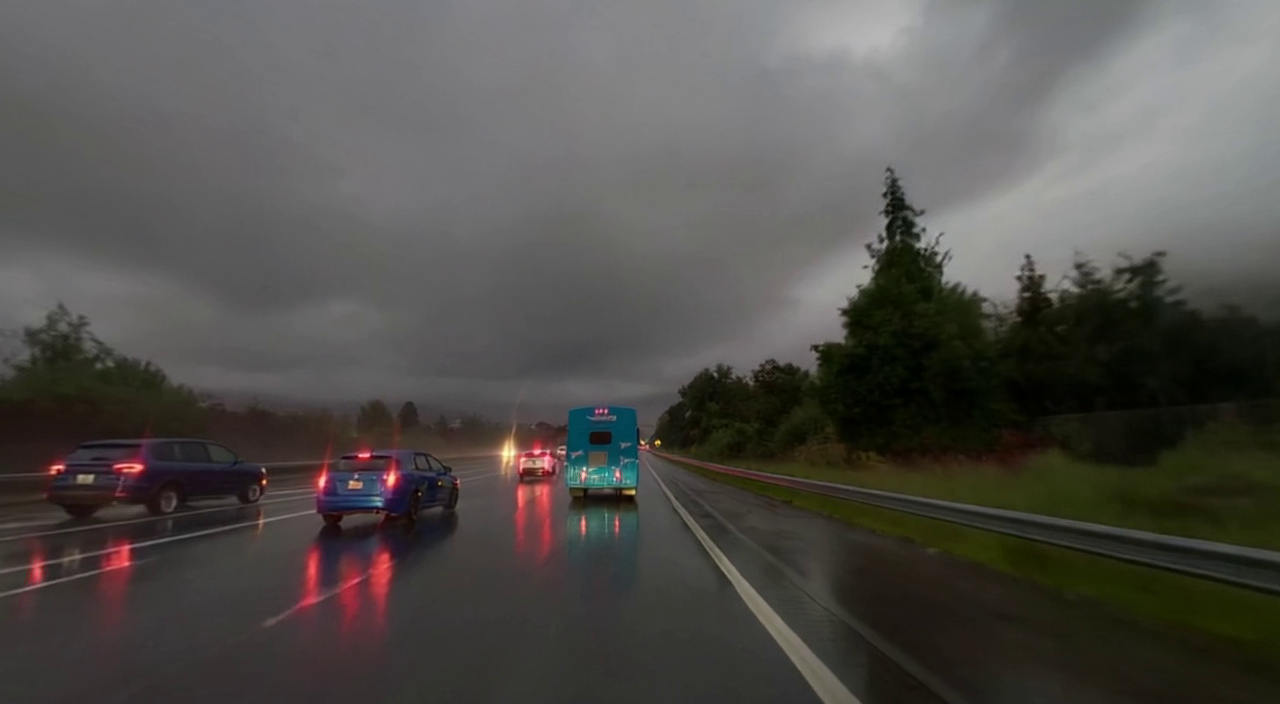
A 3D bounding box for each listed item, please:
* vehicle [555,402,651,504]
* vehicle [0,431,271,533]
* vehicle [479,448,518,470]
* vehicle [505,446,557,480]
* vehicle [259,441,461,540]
[{"bbox_3d":[-0.961,2.946,18.562,2.394,2.556,5.232,0,-9,-1],"label":"vehicle"},{"bbox_3d":[-9.558,2.430,12.339,2.010,1.621,4.252,0,-9,0],"label":"vehicle"},{"bbox_3d":[-10.100,7.653,45.126,1.886,1.462,4.084,0,-9,-1],"label":"vehicle"},{"bbox_3d":[-5.085,5.241,29.834,1.872,1.480,3.545,0,-9,-1],"label":"vehicle"},{"bbox_3d":[-4.762,2.383,11.464,1.876,1.438,4.072,0,-9,-1],"label":"vehicle"}]
